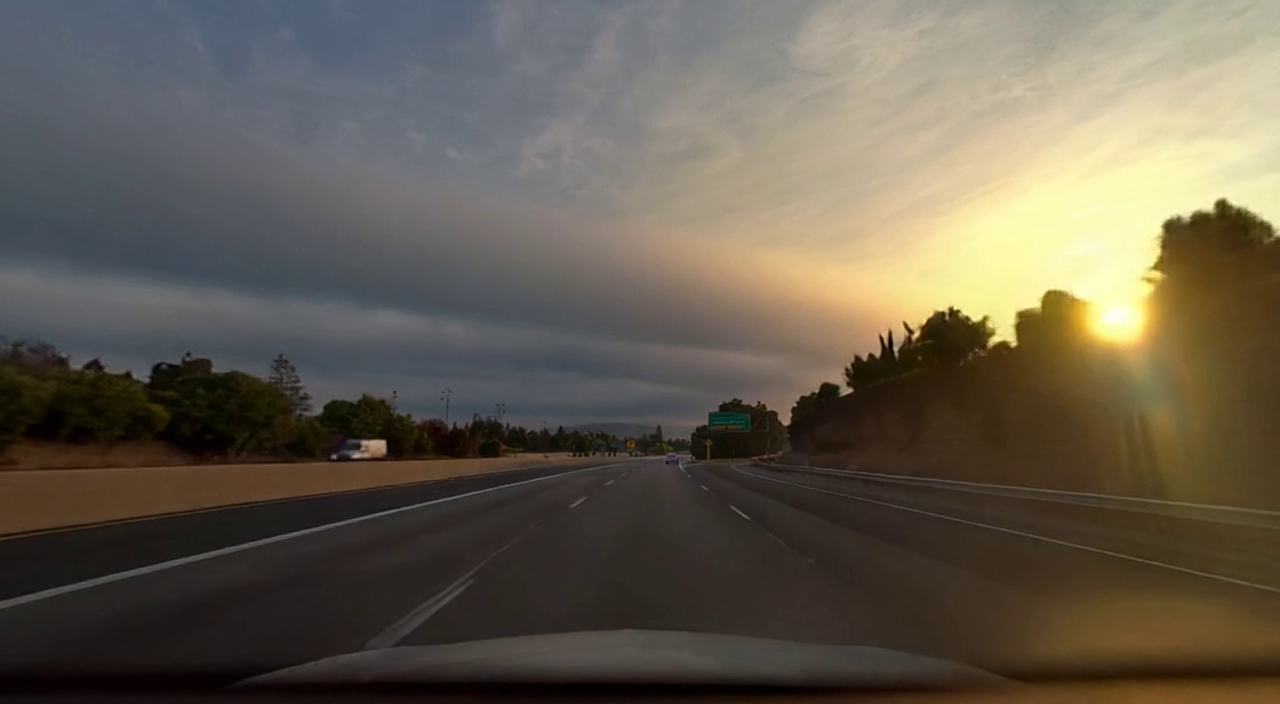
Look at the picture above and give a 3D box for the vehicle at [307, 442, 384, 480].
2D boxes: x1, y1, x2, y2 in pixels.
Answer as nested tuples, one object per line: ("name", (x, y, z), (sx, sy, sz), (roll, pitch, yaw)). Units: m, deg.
("vehicle", (-17.709, 6.569, 38.237), (2.080, 2.108, 4.885), (-1, -9, 3))
